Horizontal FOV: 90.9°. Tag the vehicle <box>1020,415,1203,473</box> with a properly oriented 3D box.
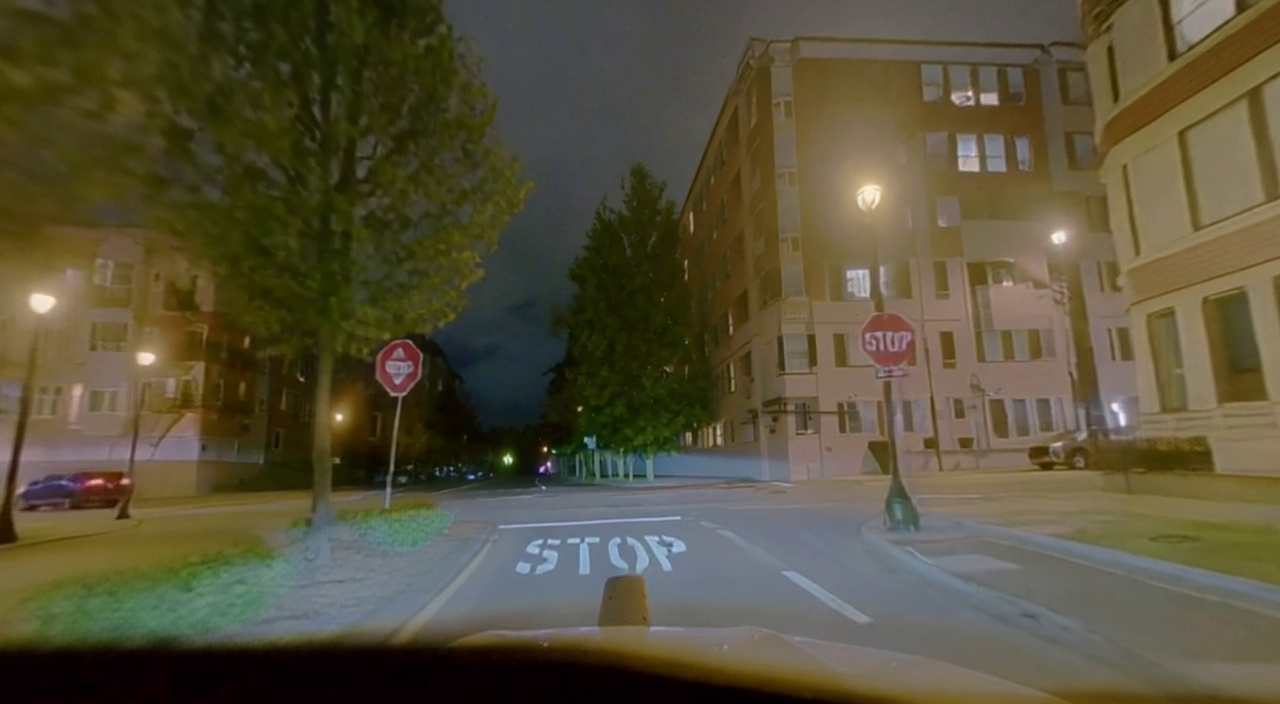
[{"bbox_3d":[18.273,3.631,24.680,5.213,1.850,2.126,-4,-10,3],"label":"vehicle"}]

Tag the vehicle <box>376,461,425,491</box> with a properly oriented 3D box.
[{"bbox_3d":[-13.978,7.232,36.972,2.027,1.475,4.522,2,-9,-13],"label":"vehicle"}]

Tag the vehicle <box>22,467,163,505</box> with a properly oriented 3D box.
[{"bbox_3d":[-24.162,5.932,27.919,4.654,1.503,1.951,-2,-9,6],"label":"vehicle"}]
